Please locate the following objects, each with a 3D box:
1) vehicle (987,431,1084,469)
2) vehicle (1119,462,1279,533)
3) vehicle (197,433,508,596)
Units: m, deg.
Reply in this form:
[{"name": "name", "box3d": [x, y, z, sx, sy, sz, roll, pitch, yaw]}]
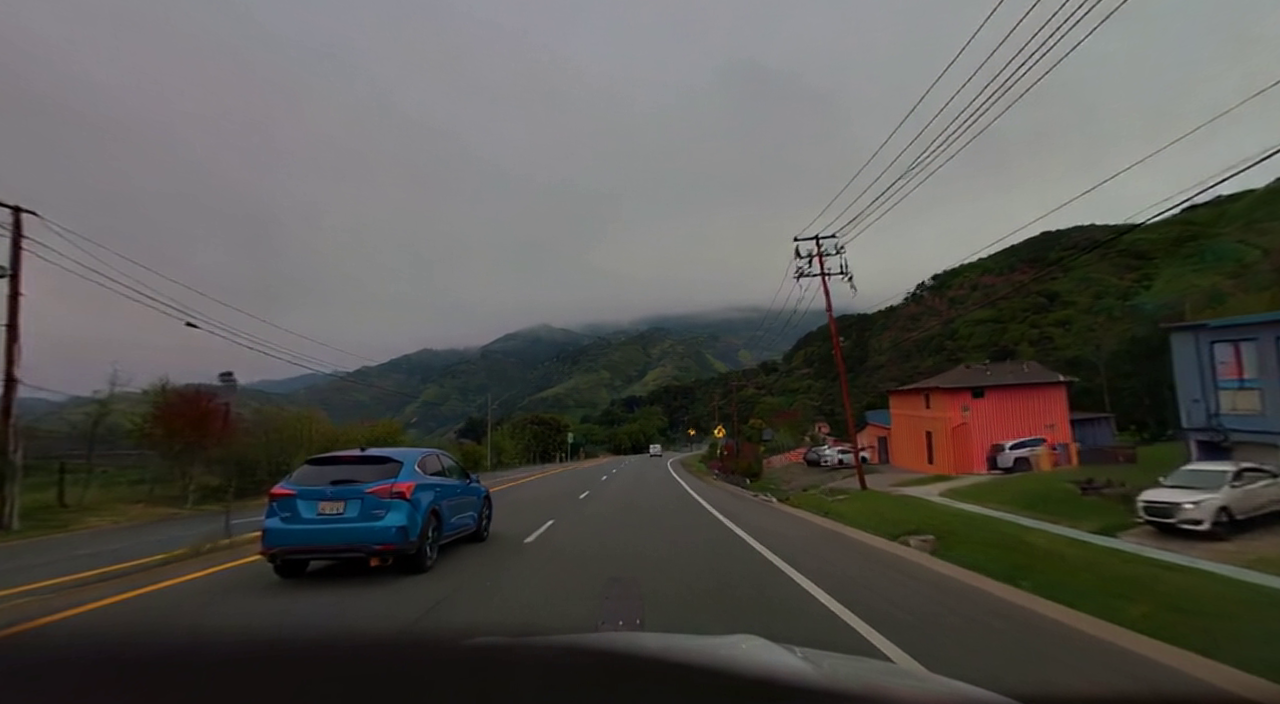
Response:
[{"name": "vehicle", "box3d": [24.040, 5.936, 38.402, 5.478, 1.869, 2.206, 1, -12, -26]}, {"name": "vehicle", "box3d": [16.810, 4.002, 17.646, 4.995, 1.794, 2.020, -1, -9, 4]}, {"name": "vehicle", "box3d": [-3.126, 1.833, 8.034, 1.972, 1.496, 4.150, 0, -8, 0]}]
